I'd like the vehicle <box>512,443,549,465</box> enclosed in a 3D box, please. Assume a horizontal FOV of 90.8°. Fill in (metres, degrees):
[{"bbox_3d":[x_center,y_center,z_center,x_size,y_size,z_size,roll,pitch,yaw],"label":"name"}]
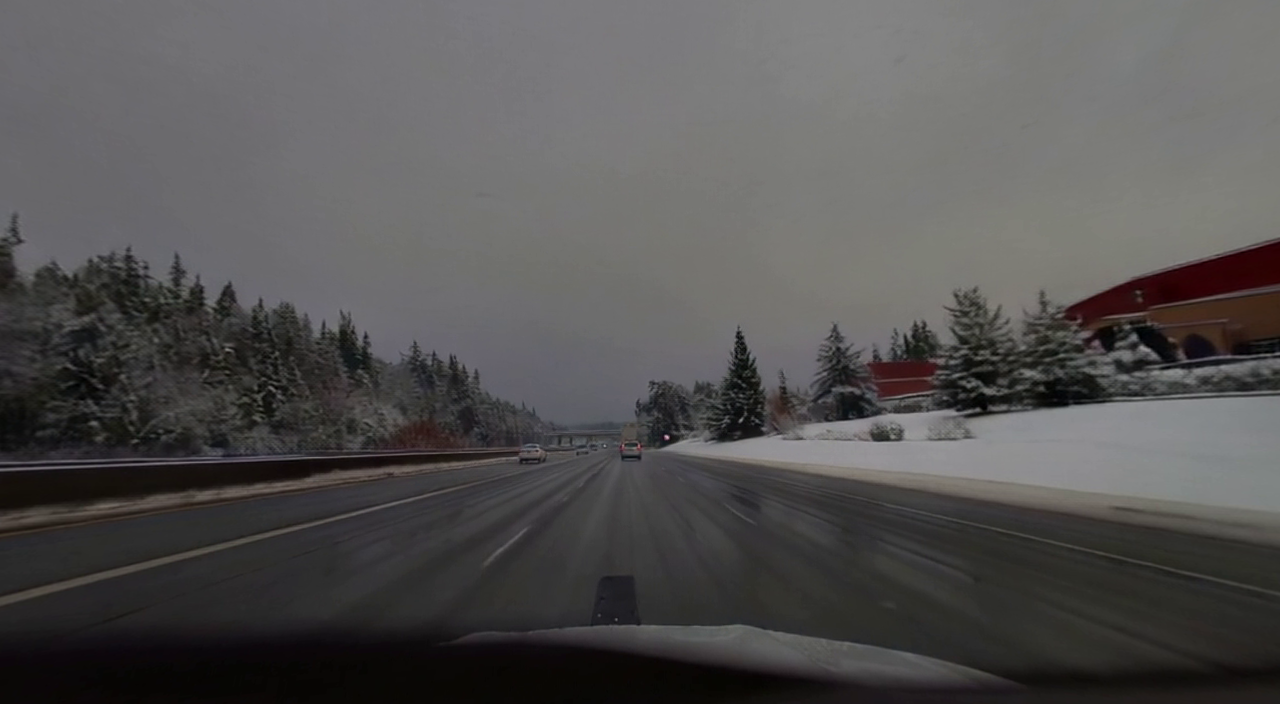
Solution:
[{"bbox_3d":[-8.015,7.519,46.710,1.991,1.572,4.314,0,-9,0],"label":"vehicle"}]
